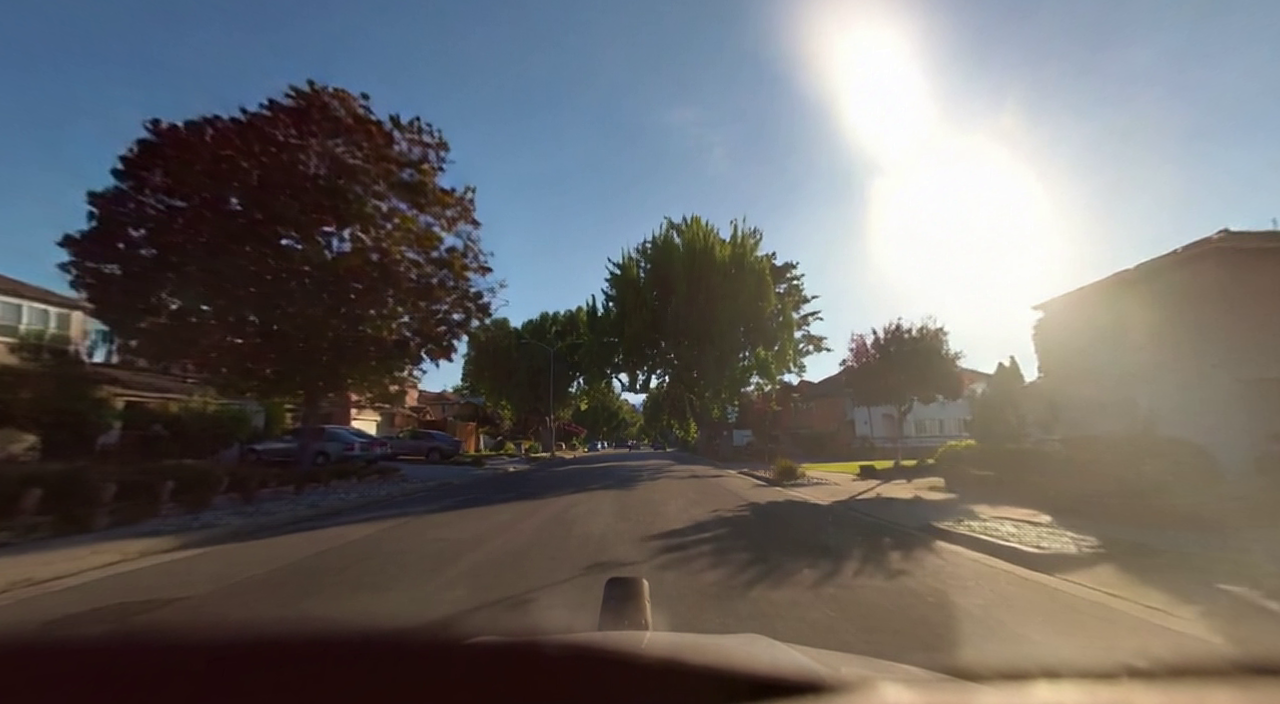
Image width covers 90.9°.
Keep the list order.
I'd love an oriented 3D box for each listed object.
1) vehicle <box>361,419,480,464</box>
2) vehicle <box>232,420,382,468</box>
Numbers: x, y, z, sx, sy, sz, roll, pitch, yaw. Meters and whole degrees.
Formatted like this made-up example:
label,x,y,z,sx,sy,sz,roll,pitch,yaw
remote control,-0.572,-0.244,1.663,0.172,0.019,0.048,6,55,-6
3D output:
label,x,y,z,sx,sy,sz,roll,pitch,yaw
vehicle,-12.806,5.282,37.173,5.946,2.048,2.595,5,-9,-2
vehicle,-13.482,3.746,25.753,4.796,1.864,2.328,0,-8,2
